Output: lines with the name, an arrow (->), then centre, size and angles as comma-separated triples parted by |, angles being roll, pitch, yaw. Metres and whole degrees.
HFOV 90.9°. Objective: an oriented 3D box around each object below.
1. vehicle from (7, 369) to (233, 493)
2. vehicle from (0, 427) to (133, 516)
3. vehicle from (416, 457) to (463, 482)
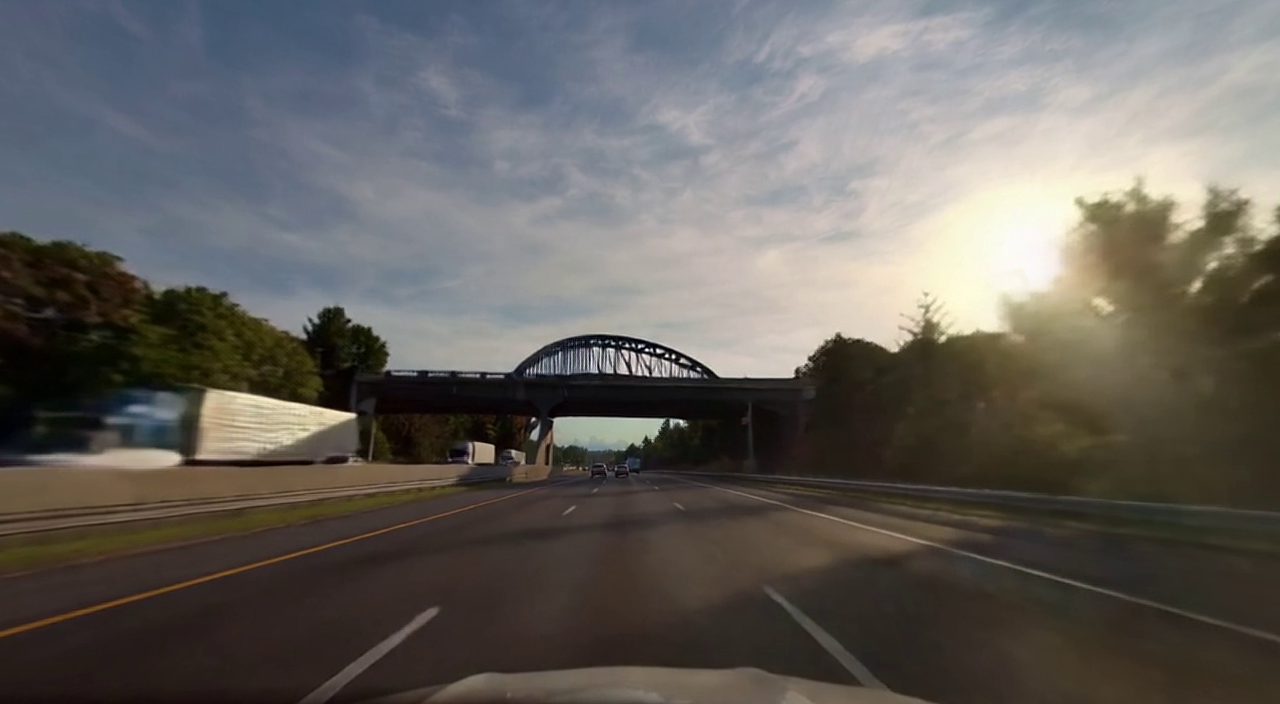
vehicle -> -18.700, 3.065, 23.354 | 2.942, 3.979, 5.819 | 0, -10, 2
vehicle -> -12.061, 2.185, 11.566 | 1.875, 1.516, 4.293 | 1, -10, 0
vehicle -> -12.967, 7.628, 40.938 | 1.834, 1.464, 3.783 | 1, -10, -1
